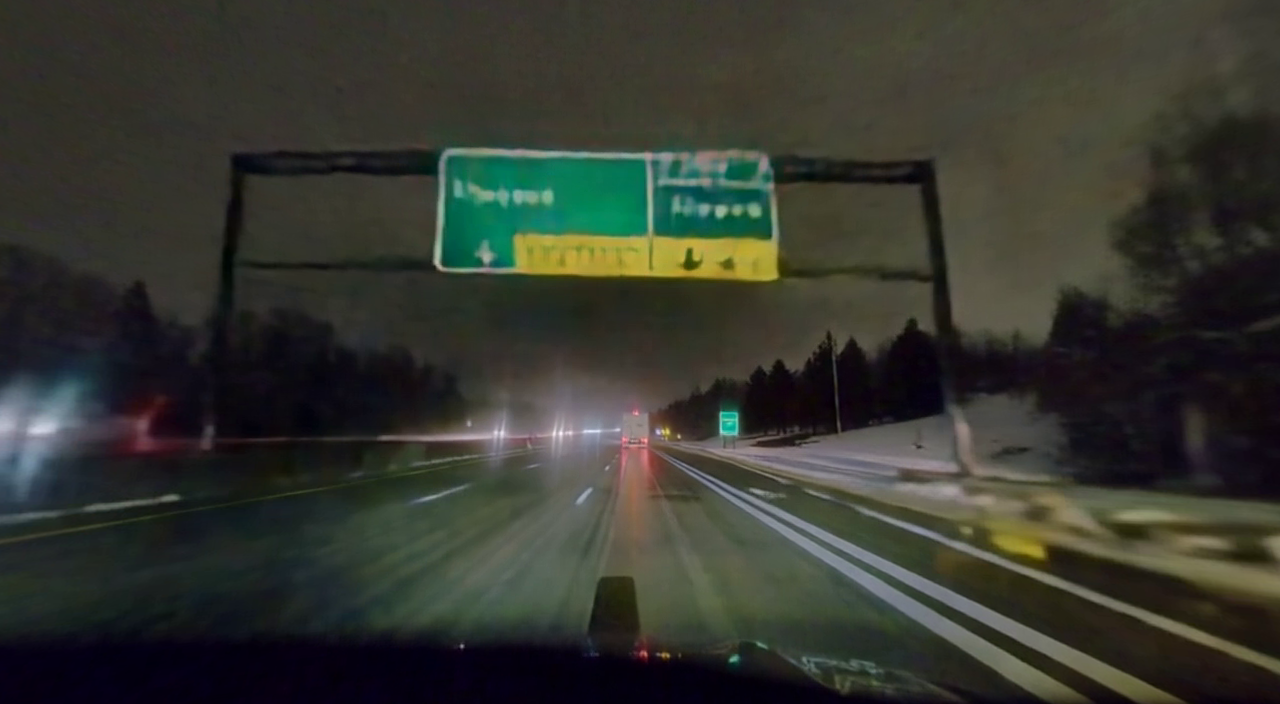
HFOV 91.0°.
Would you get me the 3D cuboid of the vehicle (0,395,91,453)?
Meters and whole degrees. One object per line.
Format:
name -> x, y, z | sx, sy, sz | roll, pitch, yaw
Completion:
vehicle -> -23.445, 2.702, 23.296 | 2.033, 2.025, 4.609 | 0, -8, -1
